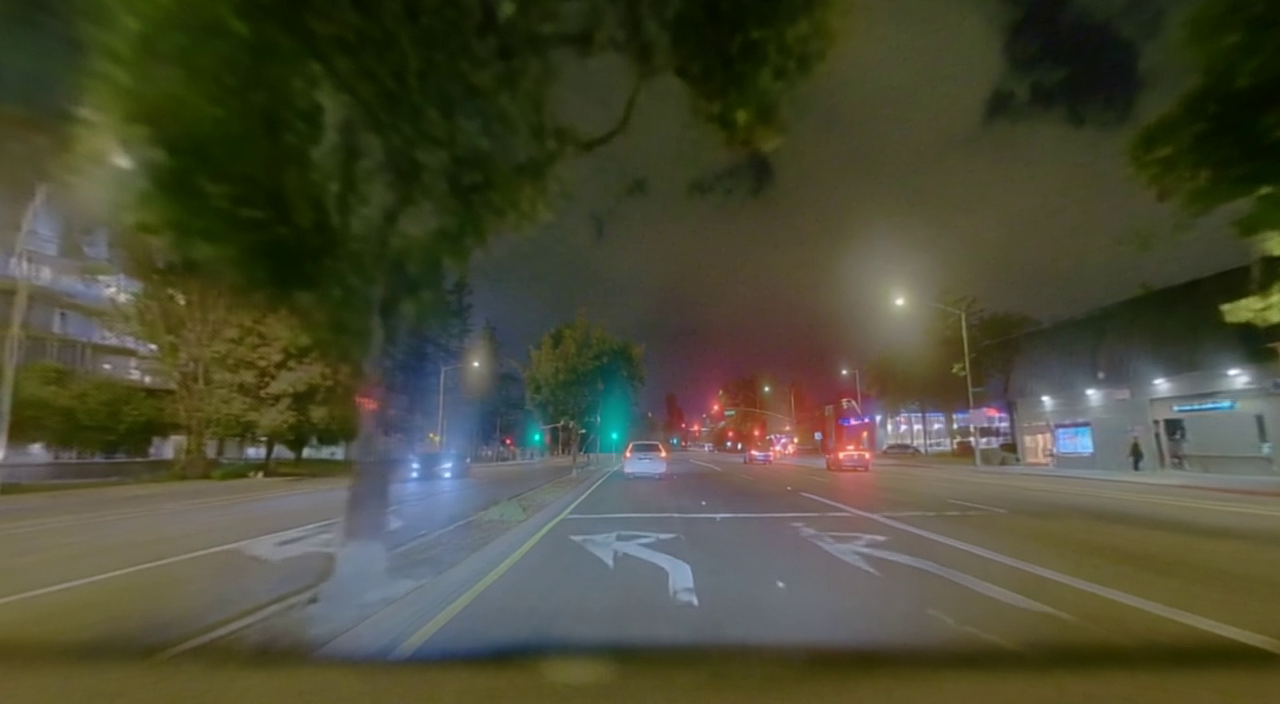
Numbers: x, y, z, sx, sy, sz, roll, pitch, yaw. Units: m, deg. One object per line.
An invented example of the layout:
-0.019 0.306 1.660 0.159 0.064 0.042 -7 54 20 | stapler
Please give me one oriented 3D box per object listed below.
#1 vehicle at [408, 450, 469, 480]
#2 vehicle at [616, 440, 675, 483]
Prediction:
-11.054 6.207 35.002 1.907 1.485 4.293 0 -9 1 | vehicle
0.171 4.141 24.116 2.064 1.477 3.968 0 -9 0 | vehicle
